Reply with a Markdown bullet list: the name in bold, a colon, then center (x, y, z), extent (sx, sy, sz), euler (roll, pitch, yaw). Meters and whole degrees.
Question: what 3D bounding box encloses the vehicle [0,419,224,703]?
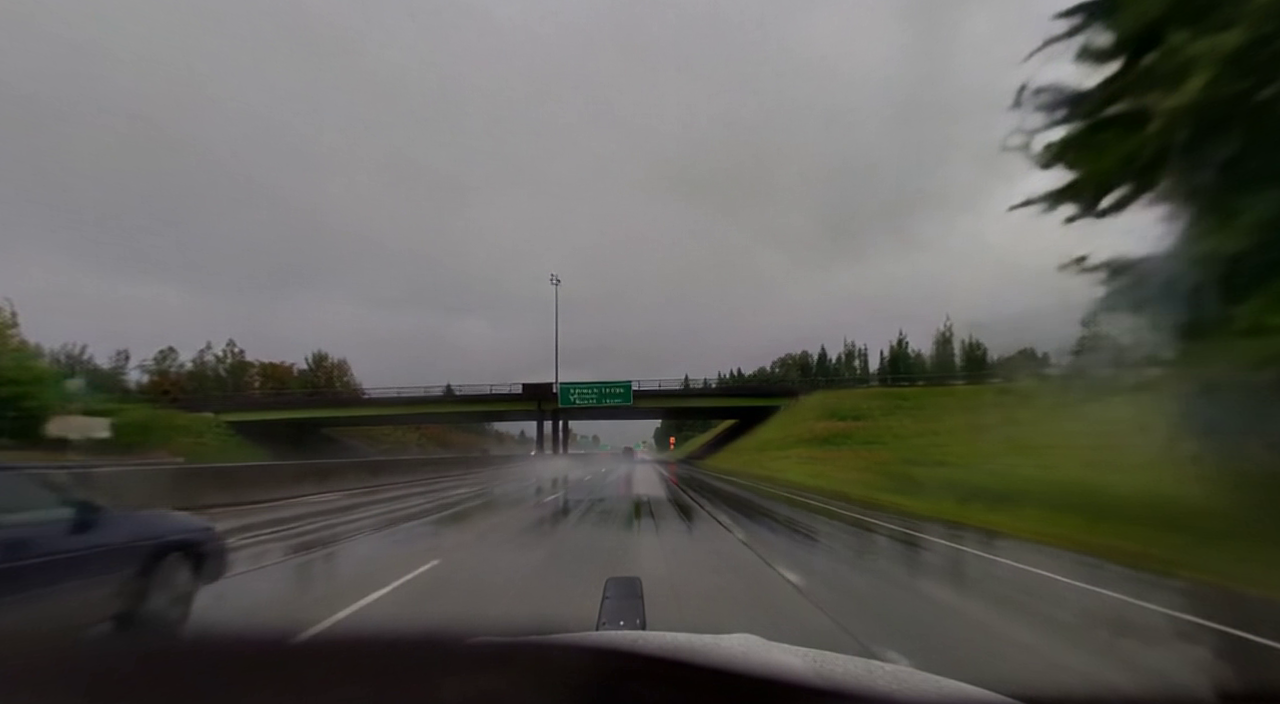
- **vehicle**: center (-4.113, 1.013, 2.570), extent (1.992, 1.504, 4.117), euler (0, -9, 0)
